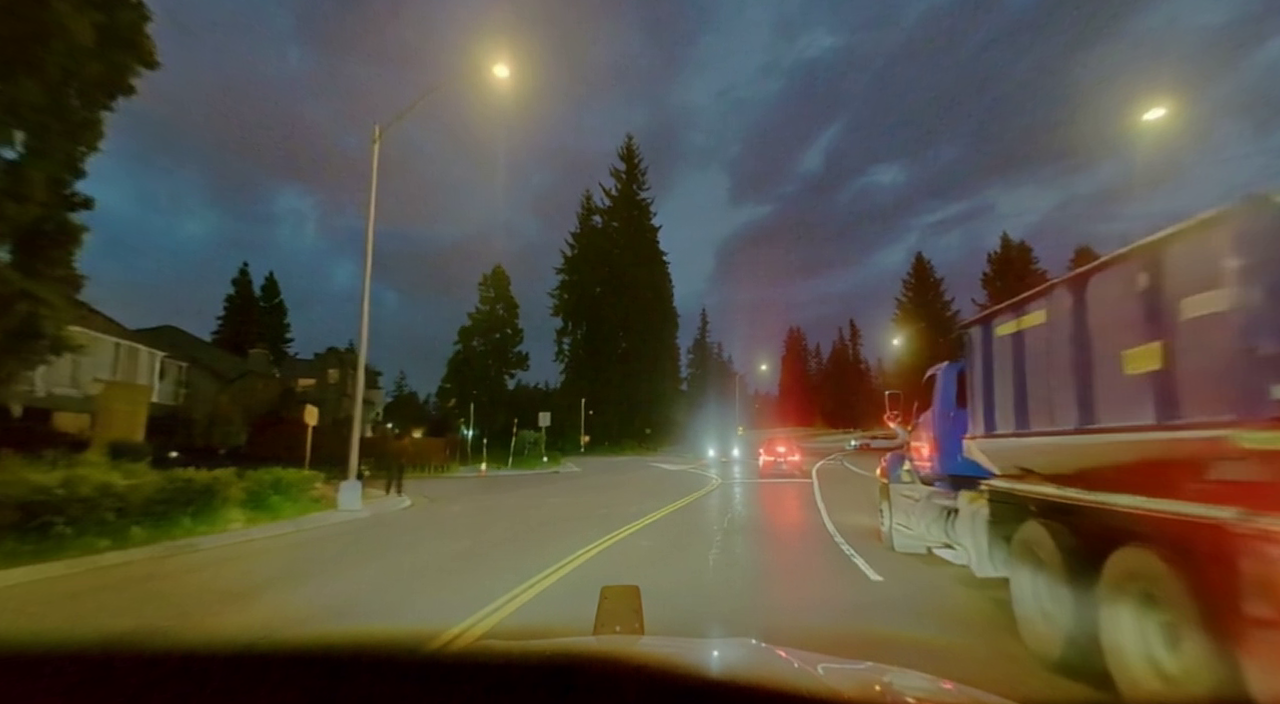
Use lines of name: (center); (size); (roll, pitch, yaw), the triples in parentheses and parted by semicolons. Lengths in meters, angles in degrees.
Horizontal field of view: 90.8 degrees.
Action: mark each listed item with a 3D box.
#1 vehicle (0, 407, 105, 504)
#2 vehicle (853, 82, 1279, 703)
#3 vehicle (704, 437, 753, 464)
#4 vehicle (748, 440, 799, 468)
vehicle: (-16.581, 2.752, 17.040); (2.665, 2.465, 1.532); (3, -8, -18)
vehicle: (3.852, 0.777, 4.922); (3.098, 2.601, 6.758); (-1, -6, 10)
vehicle: (6.395, 7.248, 46.388); (1.997, 1.853, 4.654); (2, -9, -13)
vehicle: (8.042, 6.171, 38.372); (1.716, 1.583, 3.770); (2, -9, -9)
